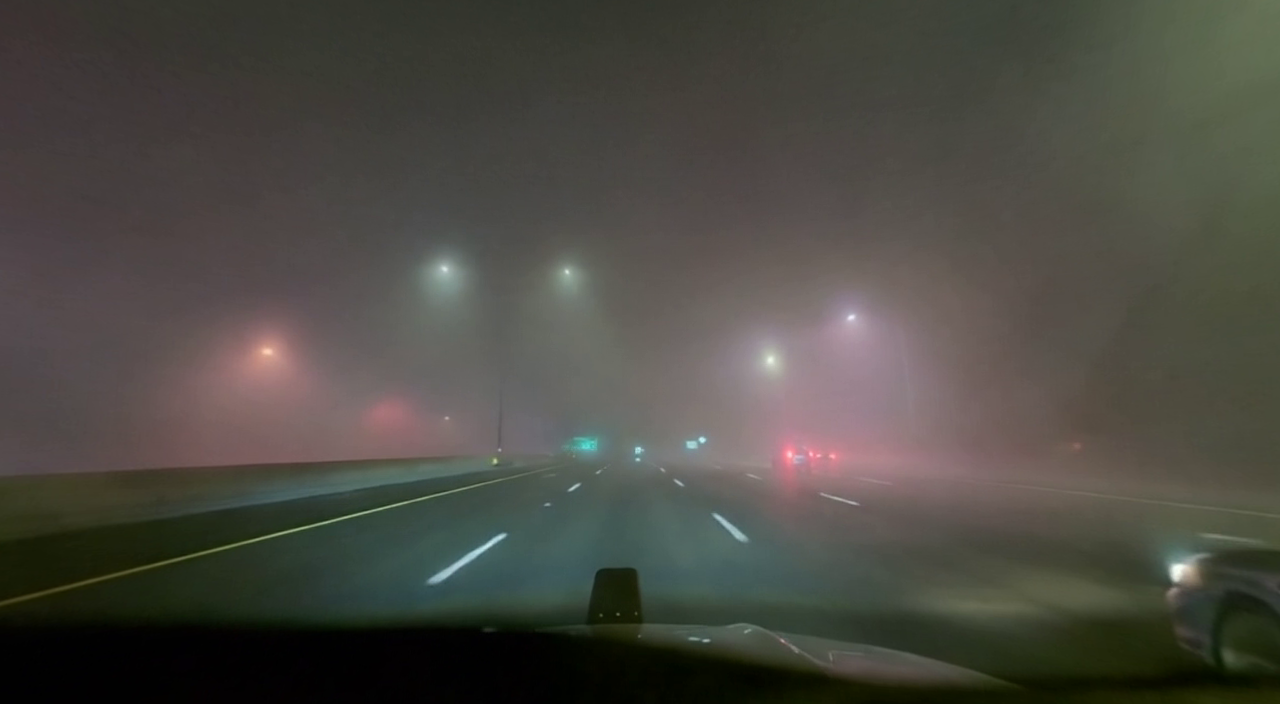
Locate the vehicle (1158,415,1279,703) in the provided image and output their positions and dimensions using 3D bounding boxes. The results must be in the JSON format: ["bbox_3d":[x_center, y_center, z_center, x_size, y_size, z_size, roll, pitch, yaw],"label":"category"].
[{"bbox_3d":[3.878,0.734,0.851,2.217,1.477,4.817,0,-9,-1],"label":"vehicle"}]
